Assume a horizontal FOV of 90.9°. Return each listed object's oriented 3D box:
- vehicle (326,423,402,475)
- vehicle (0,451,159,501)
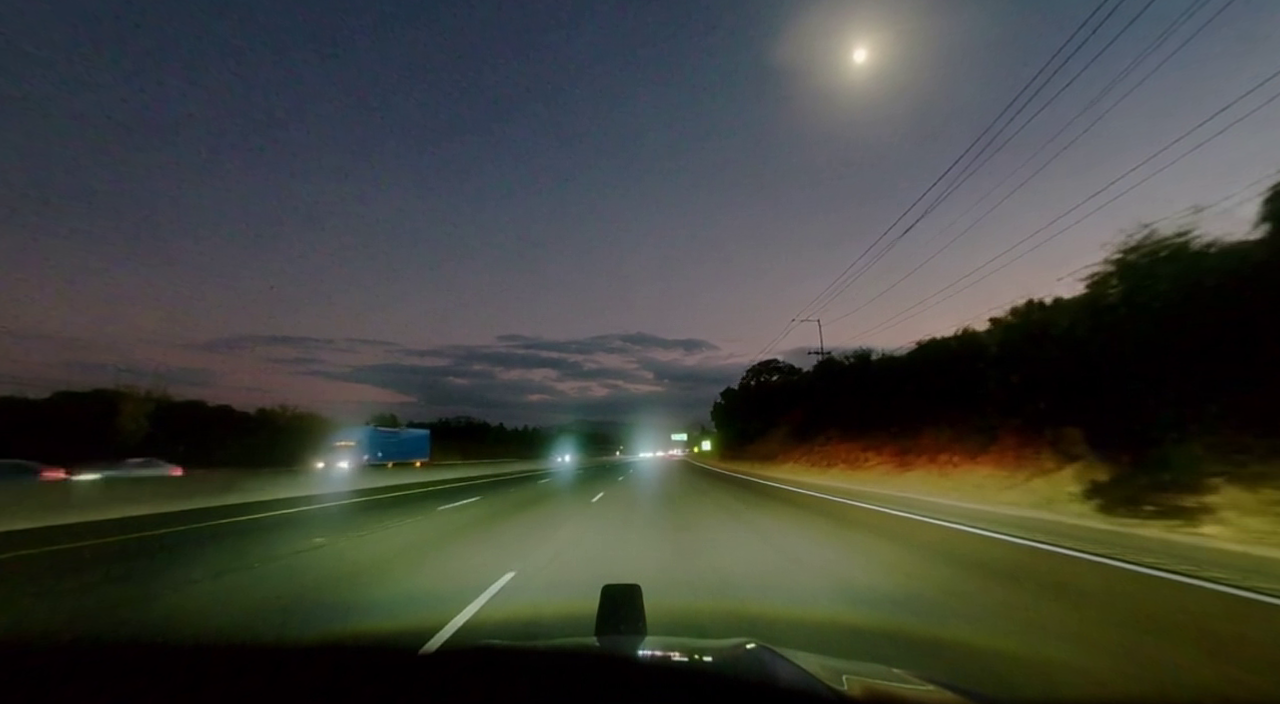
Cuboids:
[{"bbox_3d":[-21.660,7.698,49.885,2.923,3.816,6.441,0,-9,1],"label":"vehicle"},{"bbox_3d":[-18.923,4.112,21.321,1.853,1.503,4.223,0,-9,1],"label":"vehicle"}]
